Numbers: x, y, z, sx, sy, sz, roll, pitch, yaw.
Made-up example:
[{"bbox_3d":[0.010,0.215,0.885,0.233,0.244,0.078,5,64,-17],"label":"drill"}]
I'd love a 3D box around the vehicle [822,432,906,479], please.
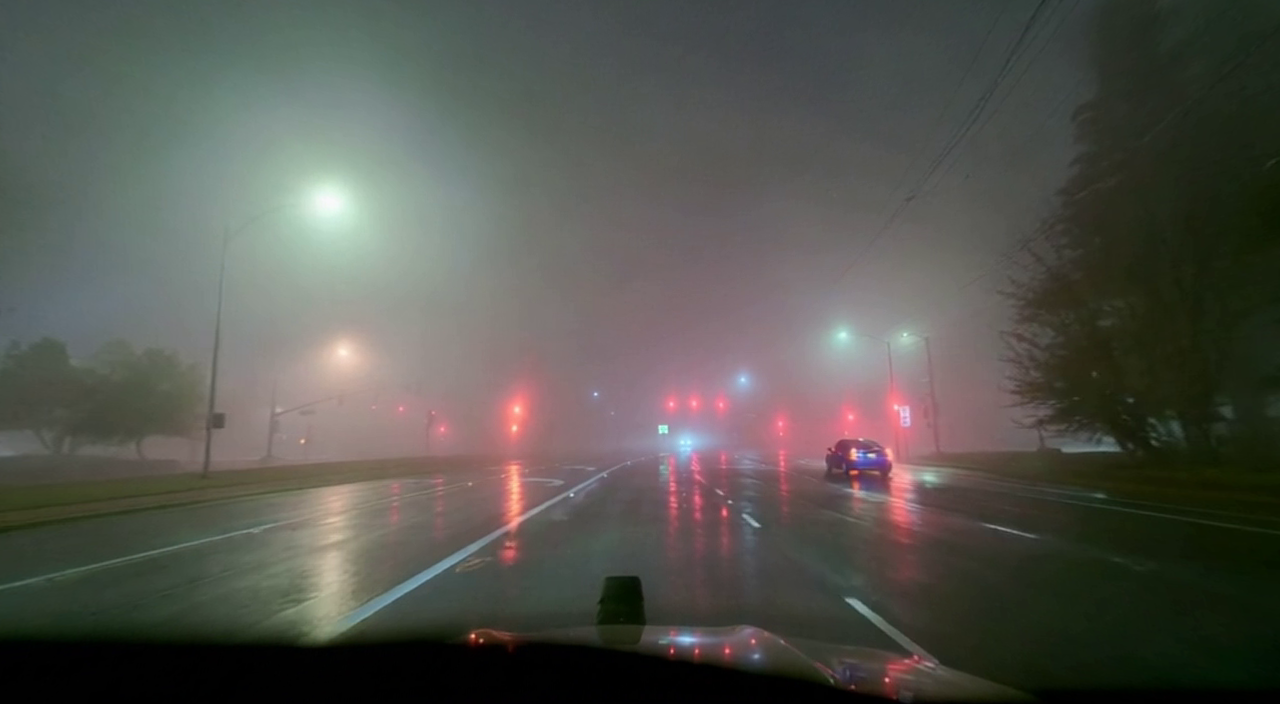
[{"bbox_3d":[7.988,3.728,22.918,1.797,1.544,3.685,0,-8,2],"label":"vehicle"}]
